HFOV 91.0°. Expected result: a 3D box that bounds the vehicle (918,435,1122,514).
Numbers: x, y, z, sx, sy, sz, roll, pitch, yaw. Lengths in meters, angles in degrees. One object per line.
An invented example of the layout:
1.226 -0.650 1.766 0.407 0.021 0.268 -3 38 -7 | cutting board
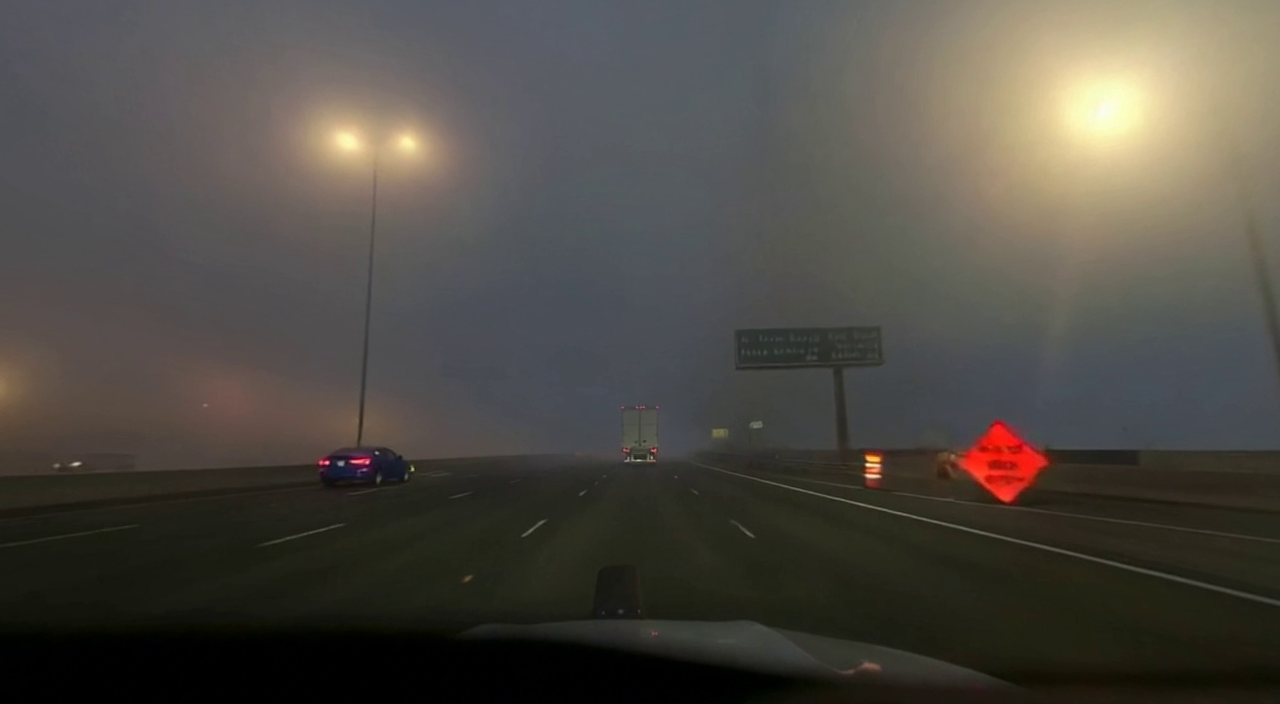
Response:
9.538 3.100 16.463 2.065 1.698 4.882 0 -9 -3 | vehicle

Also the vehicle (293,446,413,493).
-10.428 4.298 23.403 2.096 1.538 4.998 0 -9 0 | vehicle
